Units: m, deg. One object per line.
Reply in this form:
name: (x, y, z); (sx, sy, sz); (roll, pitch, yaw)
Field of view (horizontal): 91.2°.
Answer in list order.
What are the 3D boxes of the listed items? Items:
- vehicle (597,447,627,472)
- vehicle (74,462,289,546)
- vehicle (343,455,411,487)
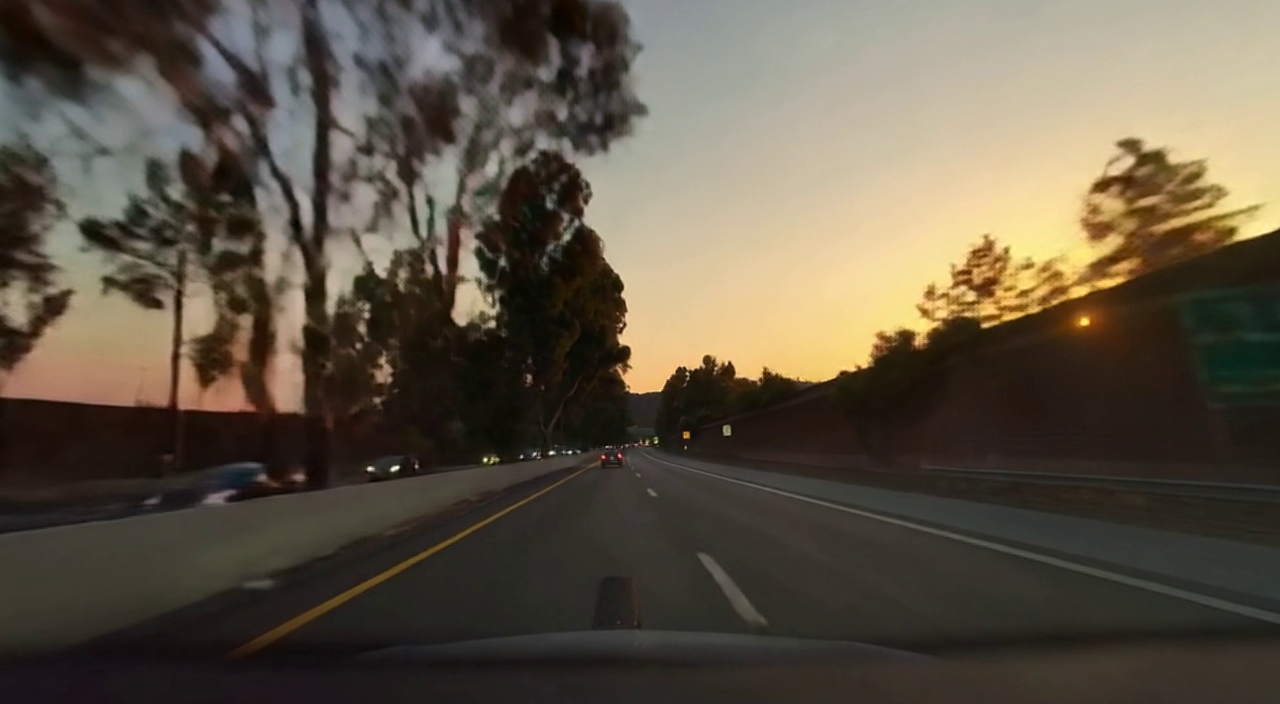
vehicle: (-2.046, 7.960, 46.584); (2.098, 1.692, 4.038); (0, -9, -2)
vehicle: (-9.811, 3.232, 13.890); (1.848, 1.454, 3.922); (0, -9, -2)
vehicle: (-15.159, 6.850, 36.390); (1.961, 1.621, 4.588); (0, -9, 0)
